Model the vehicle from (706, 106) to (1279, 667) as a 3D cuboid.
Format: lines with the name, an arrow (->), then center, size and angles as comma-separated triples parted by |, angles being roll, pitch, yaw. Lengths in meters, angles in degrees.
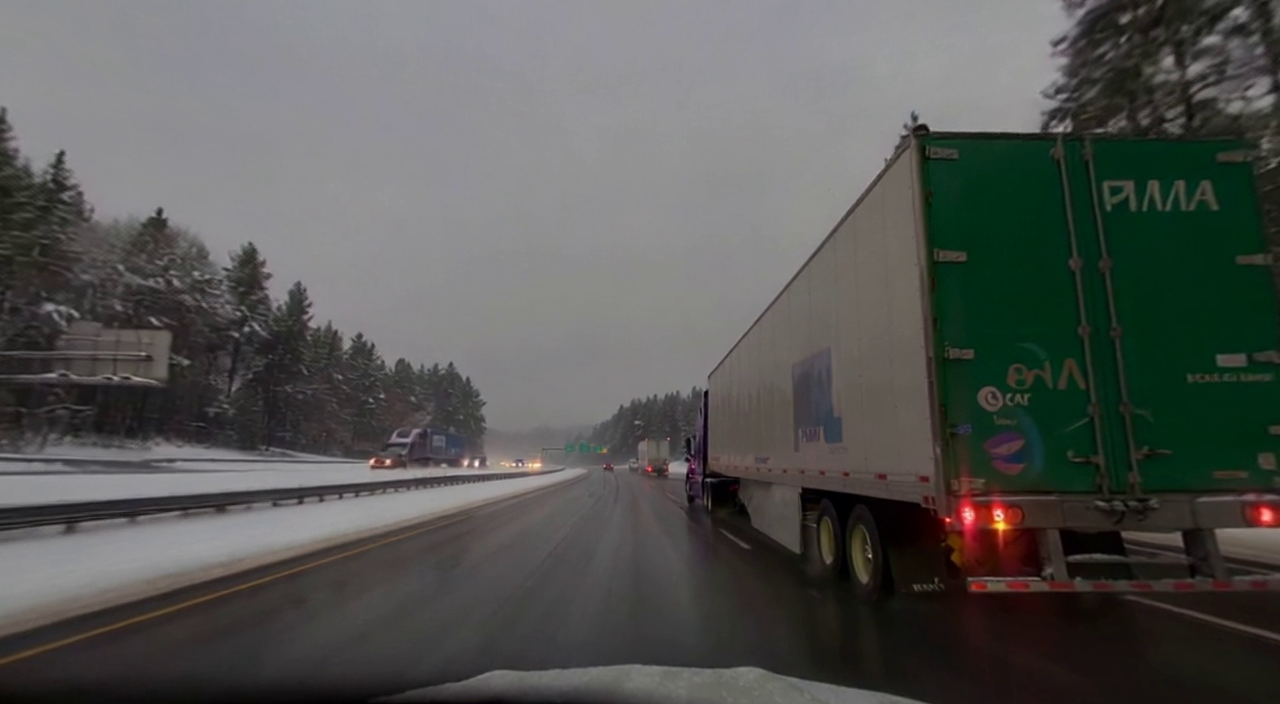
vehicle -> 3.463, 1.367, 11.443 | 2.856, 4.040, 14.009 | 1, -10, -1

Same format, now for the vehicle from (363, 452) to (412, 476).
vehicle -> -17.265, 7.683, 43.223 | 1.811, 1.511, 3.773 | 1, -10, -1
